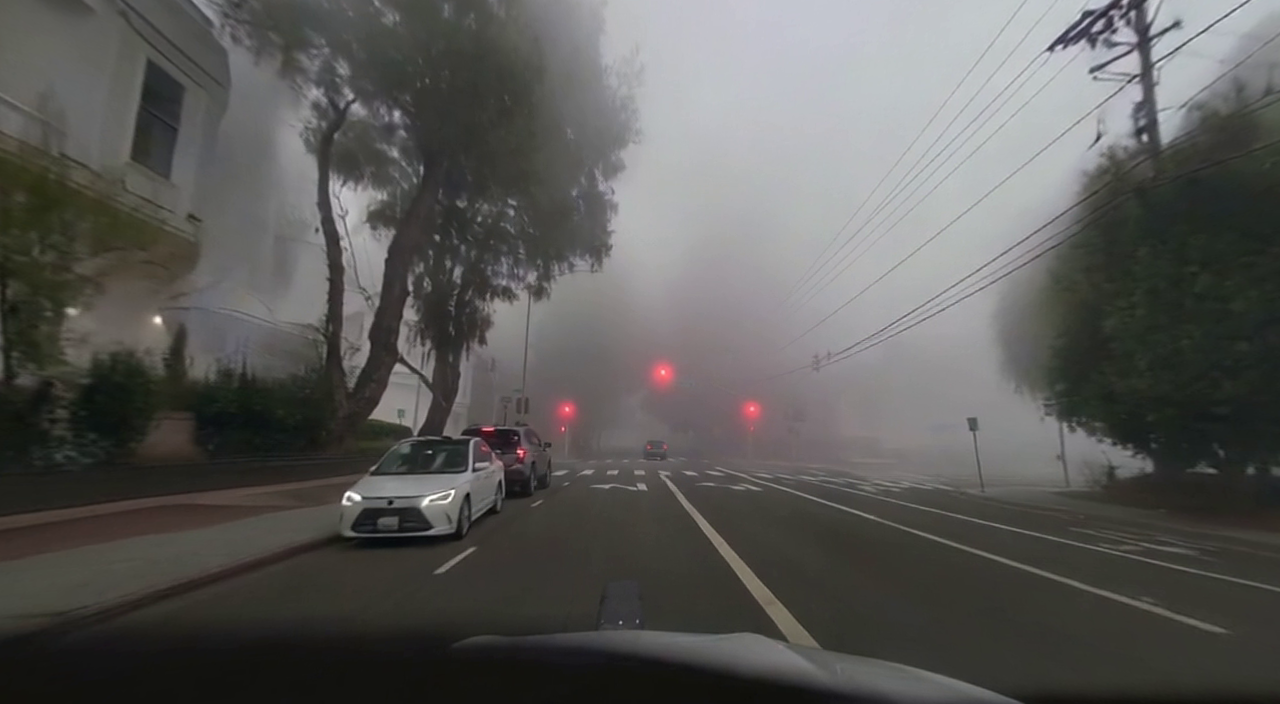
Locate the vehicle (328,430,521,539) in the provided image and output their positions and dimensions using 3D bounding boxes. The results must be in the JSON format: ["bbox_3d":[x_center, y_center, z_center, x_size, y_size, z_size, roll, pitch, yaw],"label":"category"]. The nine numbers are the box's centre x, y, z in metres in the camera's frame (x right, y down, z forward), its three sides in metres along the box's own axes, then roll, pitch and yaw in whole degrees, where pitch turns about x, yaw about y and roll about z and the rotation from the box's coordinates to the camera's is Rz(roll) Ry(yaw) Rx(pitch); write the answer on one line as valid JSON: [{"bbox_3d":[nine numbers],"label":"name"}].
[{"bbox_3d":[-3.519,2.236,11.400,1.855,1.534,4.644,0,-8,0],"label":"vehicle"}]
